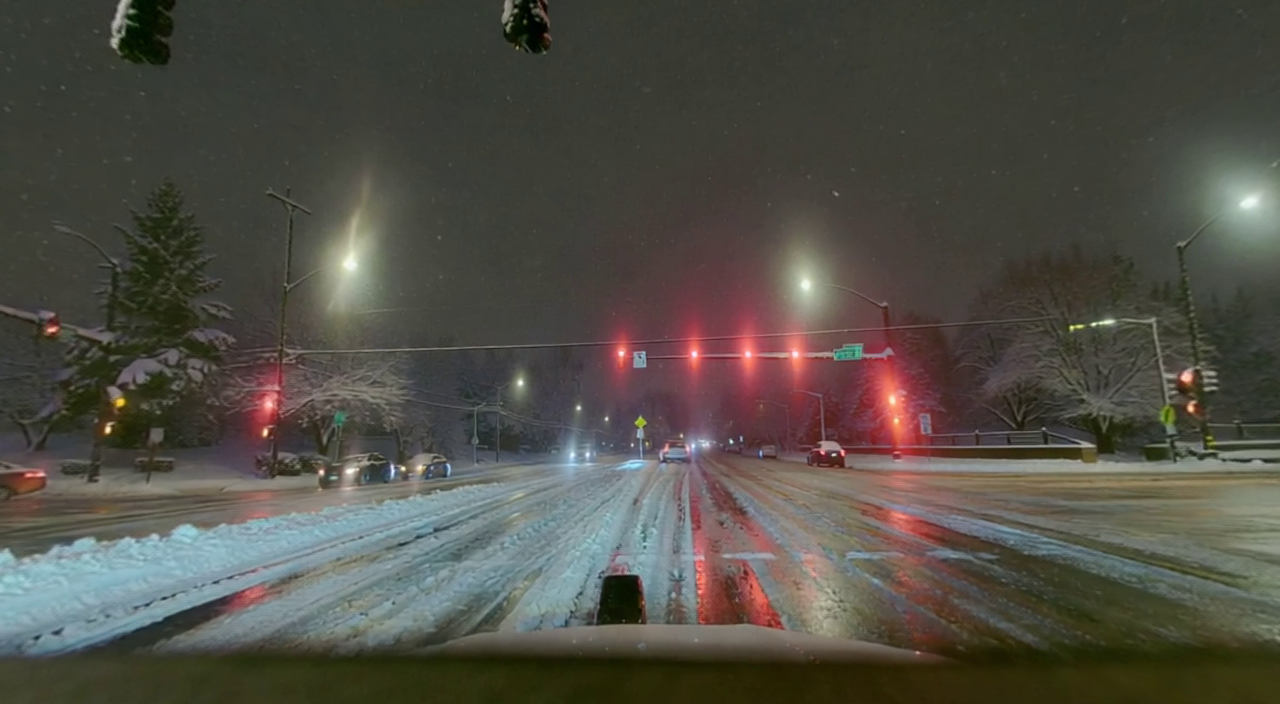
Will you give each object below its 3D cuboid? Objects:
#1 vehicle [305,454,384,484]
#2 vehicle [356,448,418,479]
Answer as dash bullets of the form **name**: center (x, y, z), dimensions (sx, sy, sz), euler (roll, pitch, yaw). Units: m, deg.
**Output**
- **vehicle**: center (-16.095, 6.369, 34.500), dimensions (2.055, 1.506, 4.663), euler (0, -9, 0)
- **vehicle**: center (-16.185, 7.106, 40.447), dimensions (1.960, 1.819, 5.018), euler (0, -9, -1)
